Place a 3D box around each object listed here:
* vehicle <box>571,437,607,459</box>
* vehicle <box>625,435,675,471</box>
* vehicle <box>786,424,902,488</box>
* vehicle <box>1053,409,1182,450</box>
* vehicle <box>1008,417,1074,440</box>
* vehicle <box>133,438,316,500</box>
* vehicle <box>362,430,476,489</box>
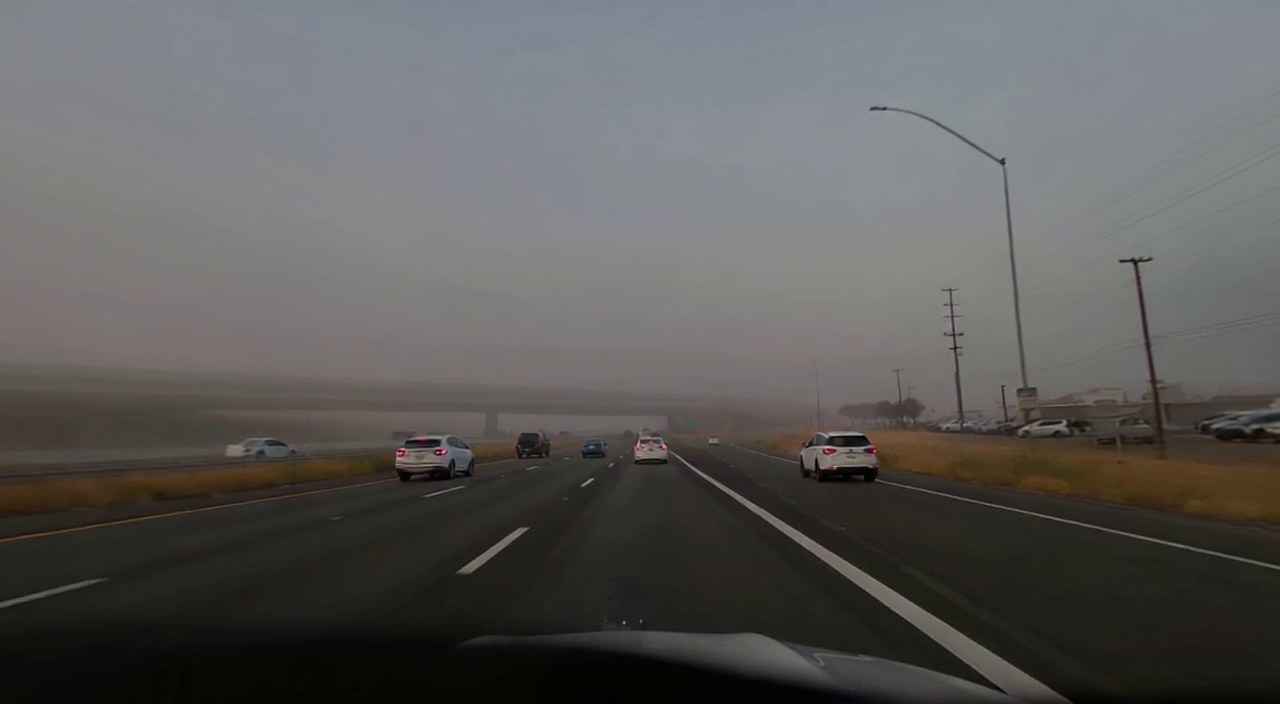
[{"bbox_3d":[-3.376,6.498,42.739,2.056,1.405,4.273,0,-9,1],"label":"vehicle"},{"bbox_3d":[0.425,4.582,28.785,2.145,1.493,4.146,0,-9,0],"label":"vehicle"},{"bbox_3d":[5.900,3.078,18.894,2.095,1.674,4.530,0,-9,2],"label":"vehicle"},{"bbox_3d":[18.821,3.141,25.176,1.849,1.496,4.424,0,-9,3],"label":"vehicle"},{"bbox_3d":[27.337,5.287,43.176,1.835,1.438,4.615,-1,-9,5],"label":"vehicle"},{"bbox_3d":[-11.283,3.180,17.640,1.858,1.491,4.734,0,-9,1],"label":"vehicle"},{"bbox_3d":[-6.967,3.436,20.458,2.067,1.682,4.388,0,-9,1],"label":"vehicle"}]
